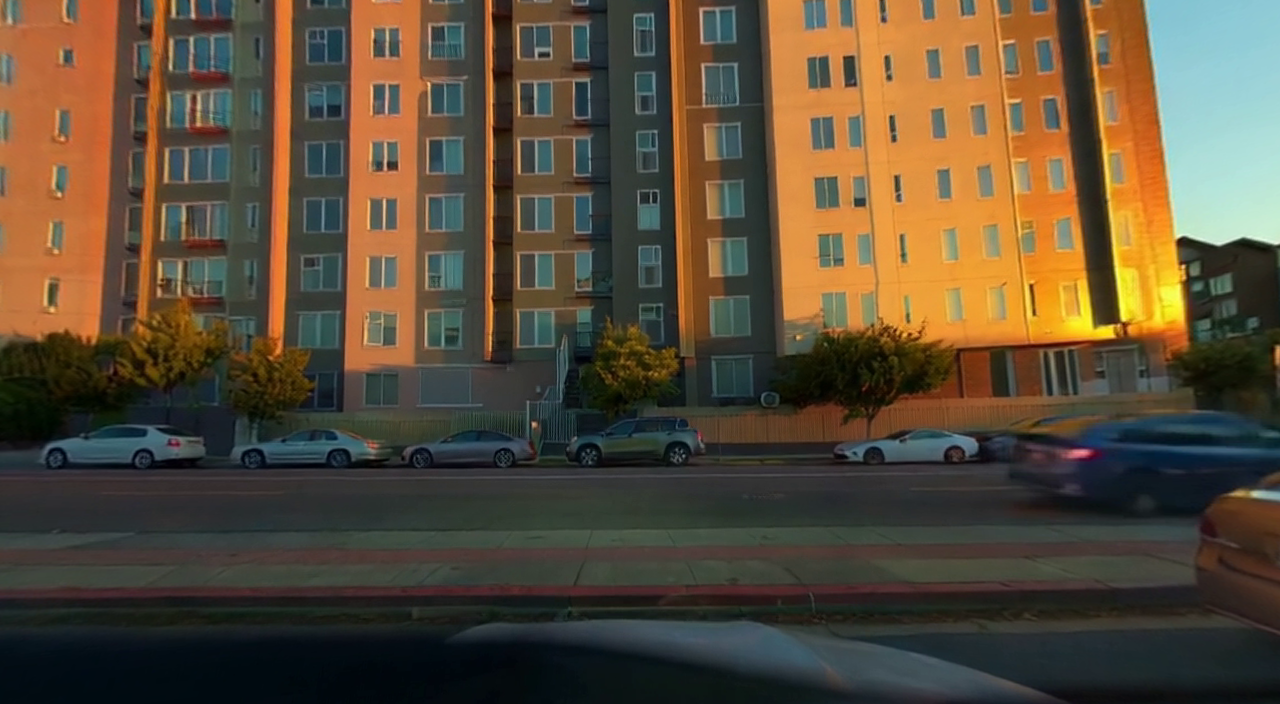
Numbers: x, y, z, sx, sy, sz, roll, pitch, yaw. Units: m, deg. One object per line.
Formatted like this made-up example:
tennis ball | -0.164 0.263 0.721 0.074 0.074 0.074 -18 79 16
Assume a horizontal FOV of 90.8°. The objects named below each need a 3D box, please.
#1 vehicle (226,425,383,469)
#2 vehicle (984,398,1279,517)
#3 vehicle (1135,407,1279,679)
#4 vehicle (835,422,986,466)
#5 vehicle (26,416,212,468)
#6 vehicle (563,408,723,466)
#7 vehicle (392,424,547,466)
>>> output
vehicle | -11.411 3.265 21.734 4.336 1.438 1.776 1 -9 -3
vehicle | 7.915 1.513 9.173 4.609 1.508 2.039 0 -9 1
vehicle | 5.861 1.045 3.409 4.714 1.471 1.978 0 -4 1
vehicle | 9.421 3.216 22.252 4.521 1.411 1.726 0 -7 -4
vehicle | -17.518 3.068 21.447 4.426 1.641 1.889 1 -9 -5
vehicle | 0.030 3.013 22.037 5.299 1.860 2.098 1 -10 -5
vehicle | -5.768 3.249 21.851 4.851 1.339 1.785 0 -11 -3
